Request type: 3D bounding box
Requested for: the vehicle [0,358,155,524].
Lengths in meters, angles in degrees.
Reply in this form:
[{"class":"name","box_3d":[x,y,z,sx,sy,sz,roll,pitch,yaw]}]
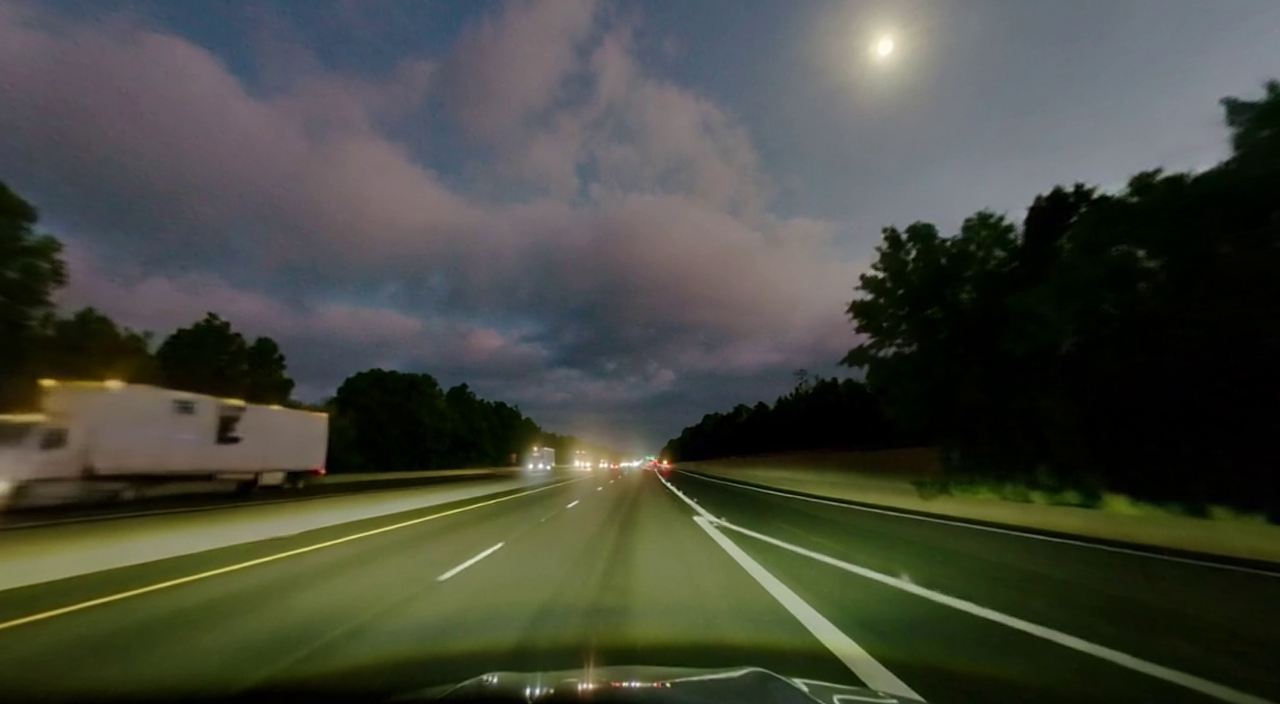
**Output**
[{"class":"vehicle","box_3d":[-17.270,2.468,17.139,3.002,4.023,5.968,0,-10,0]}]
